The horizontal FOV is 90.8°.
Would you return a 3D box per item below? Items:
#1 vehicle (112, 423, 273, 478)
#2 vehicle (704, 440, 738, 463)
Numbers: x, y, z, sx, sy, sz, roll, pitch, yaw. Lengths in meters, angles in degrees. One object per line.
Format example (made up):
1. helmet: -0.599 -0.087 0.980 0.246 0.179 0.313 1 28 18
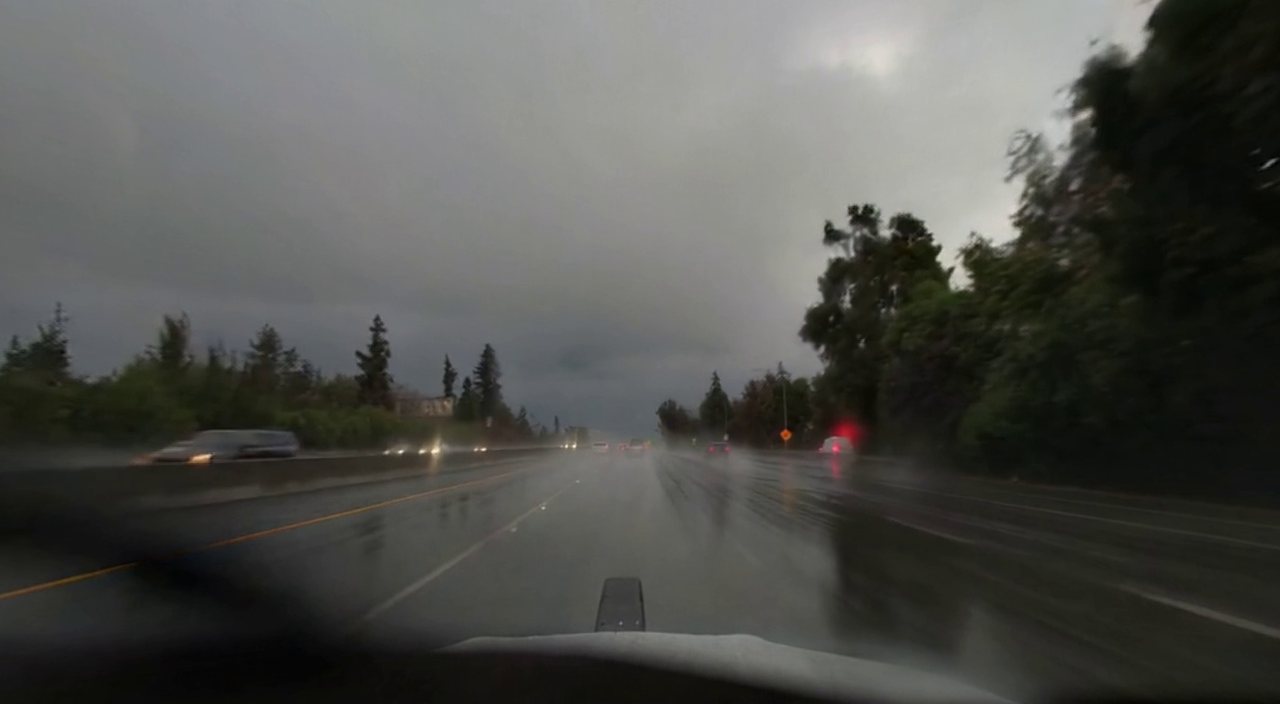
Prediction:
1. vehicle: -14.769 3.303 21.256 2.004 1.621 4.599 0 -9 0
2. vehicle: 6.252 7.767 49.227 2.081 1.705 3.926 0 -9 -1
